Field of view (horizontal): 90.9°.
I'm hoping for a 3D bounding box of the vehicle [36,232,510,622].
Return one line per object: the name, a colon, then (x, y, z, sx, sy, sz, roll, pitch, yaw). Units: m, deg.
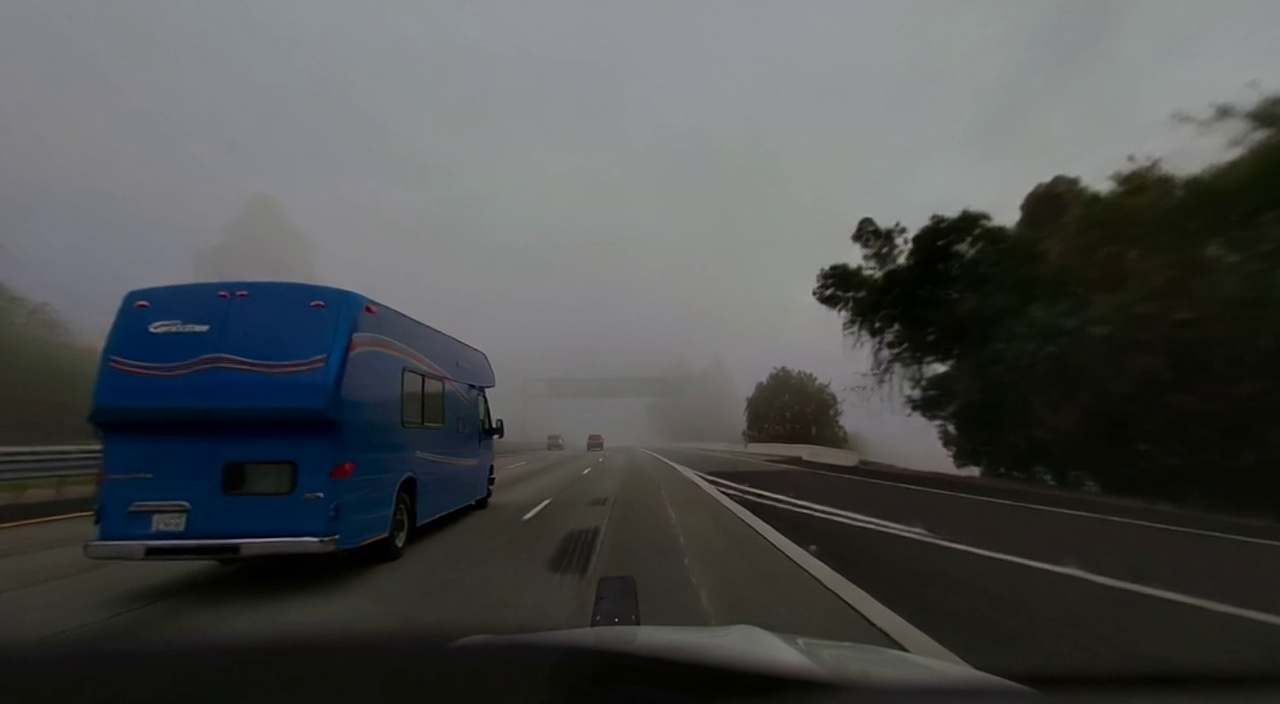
vehicle: (-3.874, 0.997, 9.135, 2.676, 3.269, 7.388, -2, -6, -2)
